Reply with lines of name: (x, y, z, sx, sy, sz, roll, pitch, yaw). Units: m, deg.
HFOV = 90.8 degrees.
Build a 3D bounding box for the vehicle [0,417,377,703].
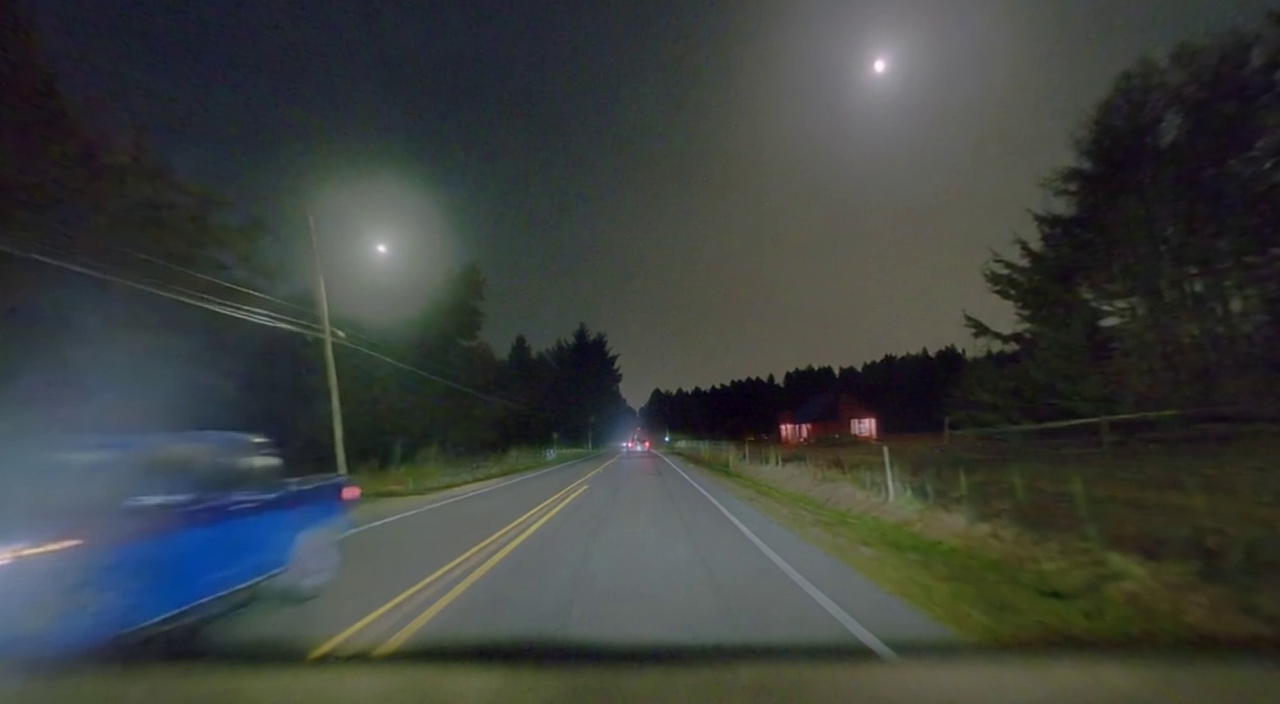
vehicle: (-3.992, 1.381, 4.887, 2.093, 1.563, 4.142, 0, -8, 0)
